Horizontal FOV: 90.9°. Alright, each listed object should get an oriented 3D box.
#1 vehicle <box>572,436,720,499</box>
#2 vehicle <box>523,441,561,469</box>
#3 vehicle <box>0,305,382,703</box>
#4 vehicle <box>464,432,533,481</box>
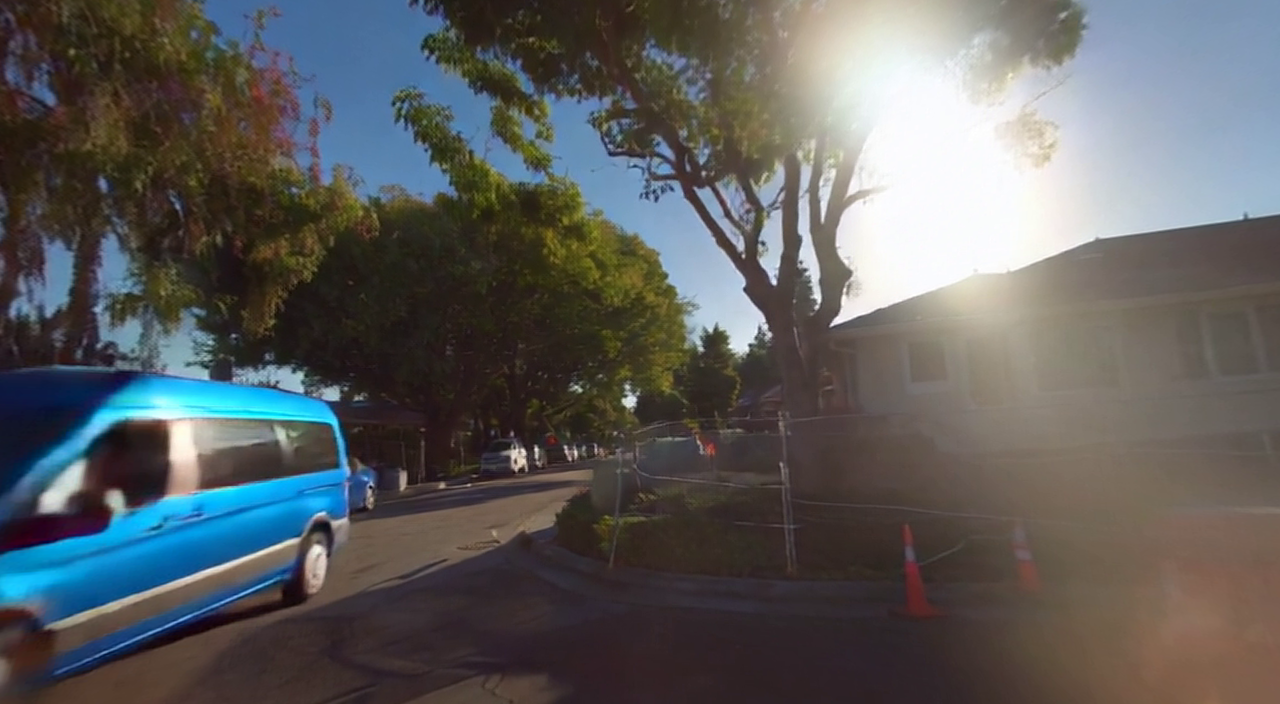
[{"bbox_3d":[0.269,3.004,16.971,1.827,1.436,4.070,-7,-10,39],"label":"vehicle"},{"bbox_3d":[-6.328,6.674,40.991,1.765,1.493,4.130,2,-6,0],"label":"vehicle"},{"bbox_3d":[-3.792,1.044,4.265,2.219,1.984,4.712,0,-8,-2],"label":"vehicle"},{"bbox_3d":[-6.655,4.905,30.181,2.042,1.937,4.960,3,-6,1],"label":"vehicle"}]
